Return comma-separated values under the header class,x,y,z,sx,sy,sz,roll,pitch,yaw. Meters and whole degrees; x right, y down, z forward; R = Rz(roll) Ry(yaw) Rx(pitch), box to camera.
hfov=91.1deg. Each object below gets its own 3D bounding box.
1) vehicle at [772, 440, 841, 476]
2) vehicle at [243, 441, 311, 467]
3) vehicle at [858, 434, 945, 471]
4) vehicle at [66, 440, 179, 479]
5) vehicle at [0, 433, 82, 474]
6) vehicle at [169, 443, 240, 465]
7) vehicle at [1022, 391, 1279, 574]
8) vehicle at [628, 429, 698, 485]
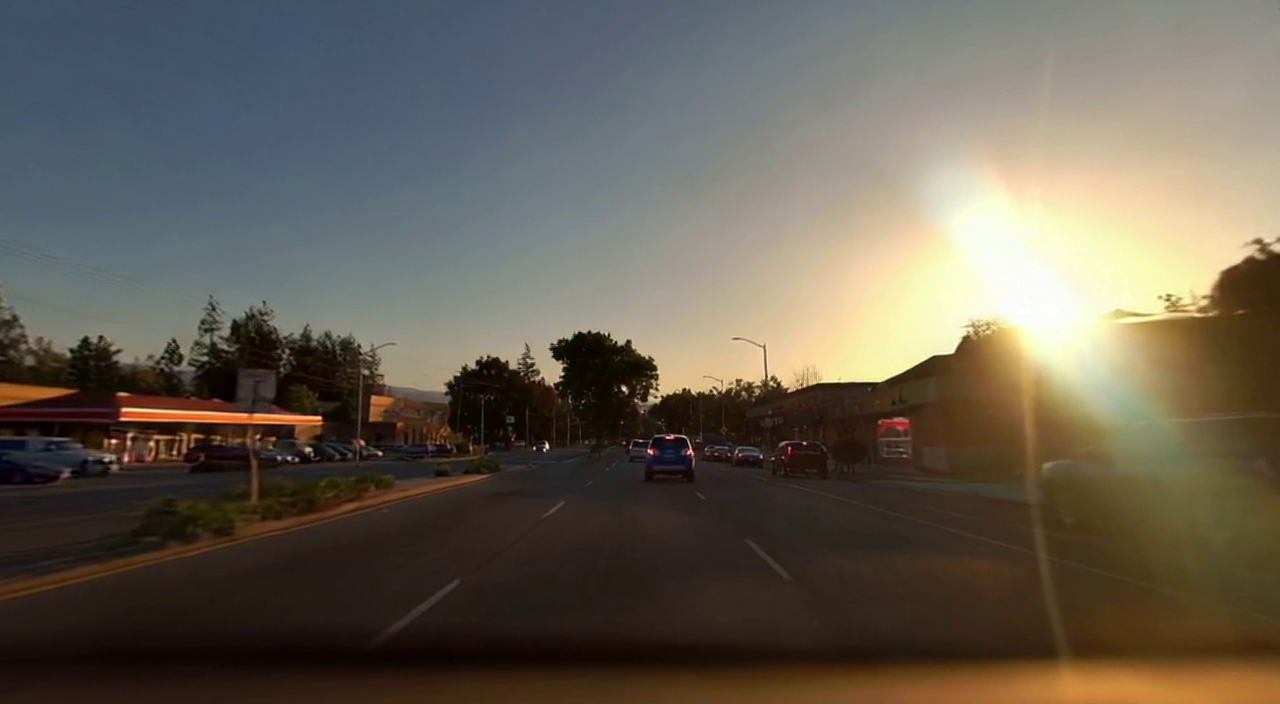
class,x,y,z,sx,sy,sz,roll,pitch,yaw
vehicle,7.440,4.750,28.550,1.818,1.459,4.806,0,-8,0
vehicle,-26.161,7.354,45.438,1.922,1.755,4.511,-1,-8,6
vehicle,12.788,4.948,31.126,2.019,1.711,4.862,1,-8,-3
vehicle,-25.864,5.344,31.615,2.044,1.695,4.619,-1,-7,-5
vehicle,-31.194,5.094,31.658,1.928,1.922,4.539,0,-8,-2
vehicle,-31.496,7.376,45.590,1.920,1.446,4.448,-2,-8,1
vehicle,7.244,1.499,7.659,2.032,1.776,4.782,0,-8,-1
vehicle,0.835,3.857,23.467,2.317,1.857,5.150,0,-8,2
